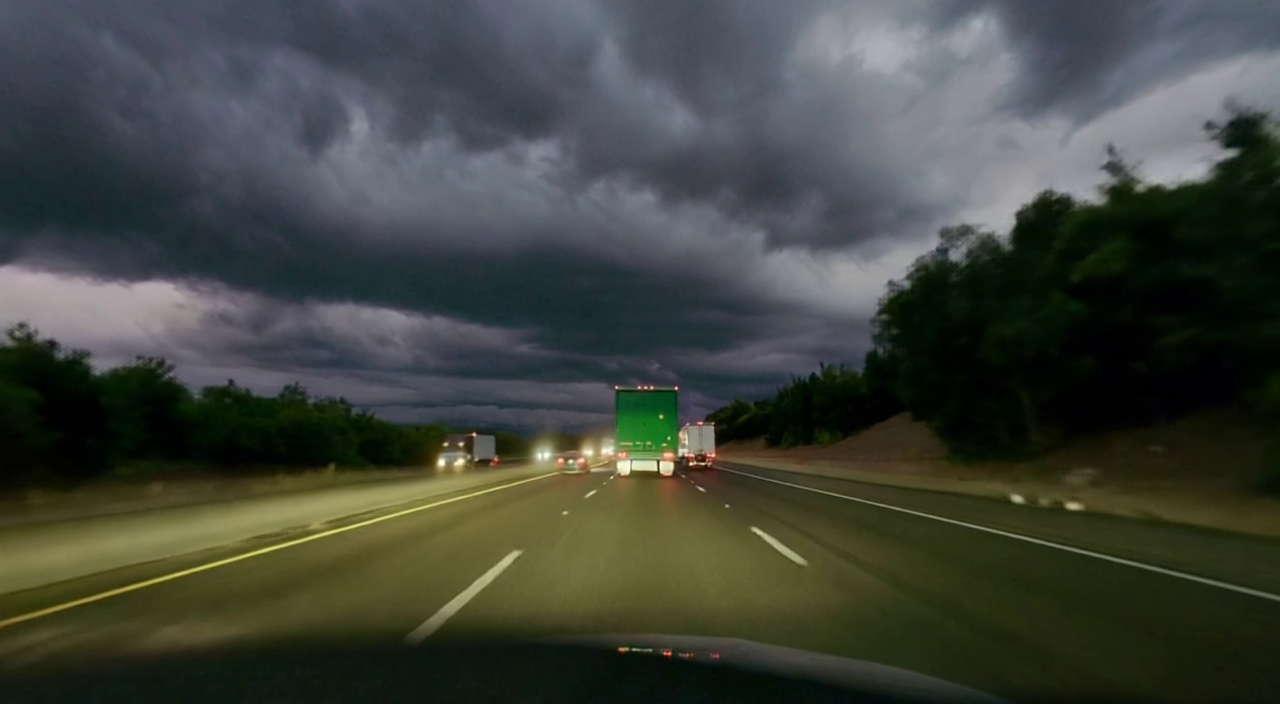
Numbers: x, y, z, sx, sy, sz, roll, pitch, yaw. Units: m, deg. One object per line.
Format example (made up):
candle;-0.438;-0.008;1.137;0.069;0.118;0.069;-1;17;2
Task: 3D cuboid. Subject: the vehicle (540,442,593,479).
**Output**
vehicle;-3.571;5.389;31.523;2.173;1.657;4.401;0;-9;-1

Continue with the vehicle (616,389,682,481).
vehicle;0.317;4.546;33.741;2.932;4.042;11.054;0;-9;-1
